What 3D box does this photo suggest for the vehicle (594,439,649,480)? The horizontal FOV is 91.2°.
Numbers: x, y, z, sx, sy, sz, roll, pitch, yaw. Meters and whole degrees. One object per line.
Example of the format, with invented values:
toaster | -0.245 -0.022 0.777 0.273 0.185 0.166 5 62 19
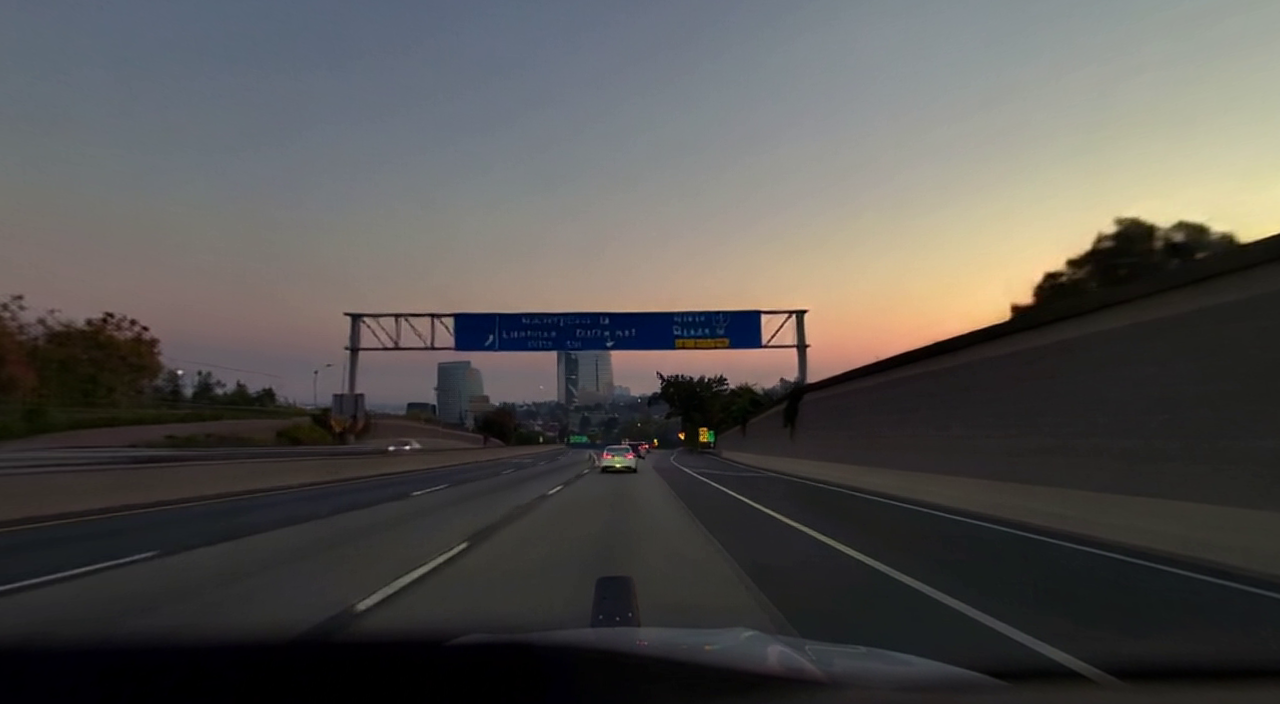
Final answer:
vehicle | -0.708 4.356 25.675 2.055 1.509 4.255 0 -9 0
